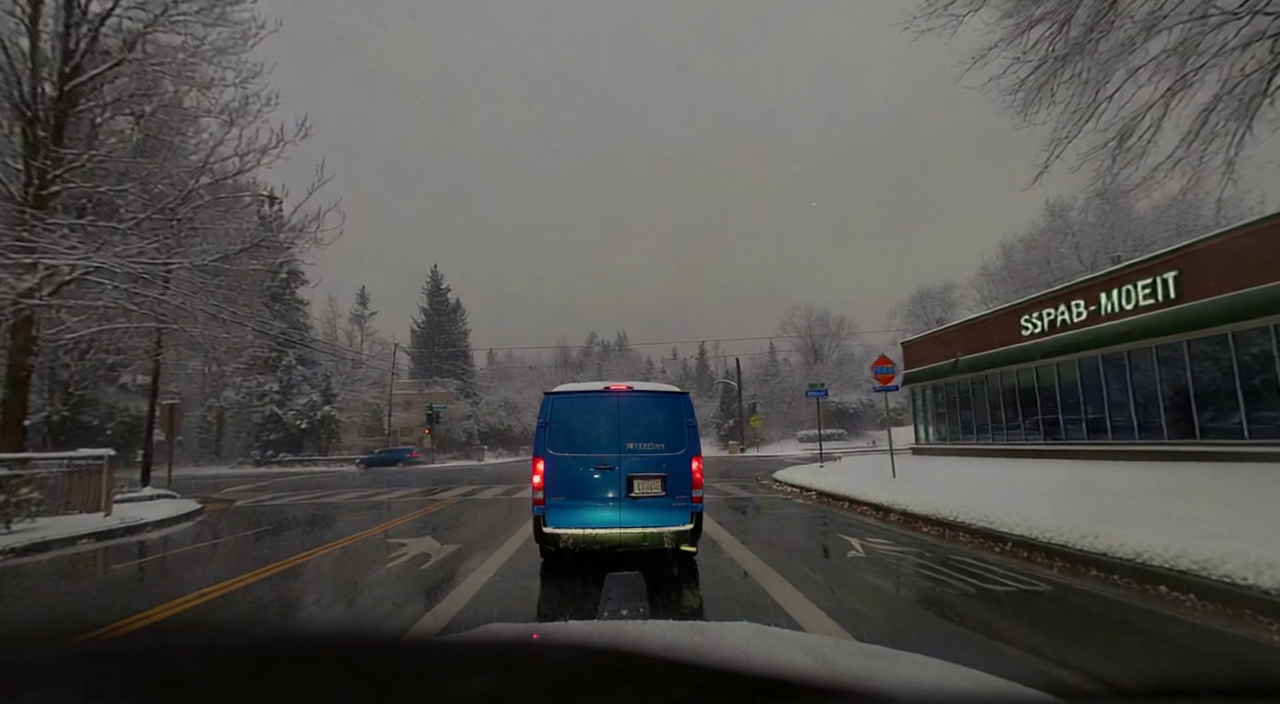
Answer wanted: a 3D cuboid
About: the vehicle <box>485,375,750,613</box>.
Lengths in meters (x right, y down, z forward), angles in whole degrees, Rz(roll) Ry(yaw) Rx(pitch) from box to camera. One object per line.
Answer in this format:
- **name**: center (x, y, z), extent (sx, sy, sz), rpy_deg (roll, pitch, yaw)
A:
- **vehicle**: center (-0.307, 1.469, 7.285), extent (2.181, 1.949, 3.932), rpy_deg (1, -9, -4)
